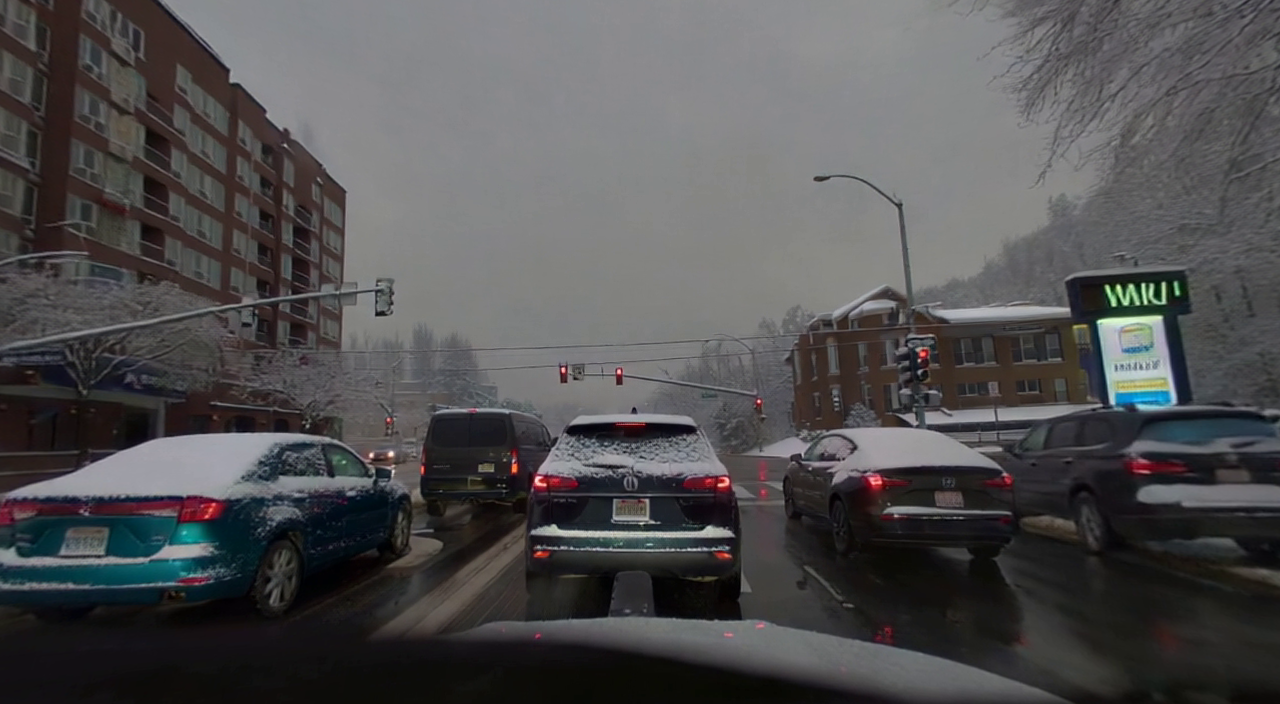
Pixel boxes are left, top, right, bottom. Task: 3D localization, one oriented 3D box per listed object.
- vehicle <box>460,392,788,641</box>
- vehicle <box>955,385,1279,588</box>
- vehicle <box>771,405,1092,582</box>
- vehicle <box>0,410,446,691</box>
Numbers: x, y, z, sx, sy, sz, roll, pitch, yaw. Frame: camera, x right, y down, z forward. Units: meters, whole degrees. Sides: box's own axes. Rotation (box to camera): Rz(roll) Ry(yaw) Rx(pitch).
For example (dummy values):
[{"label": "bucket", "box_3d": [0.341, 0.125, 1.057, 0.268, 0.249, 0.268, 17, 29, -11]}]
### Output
[{"label": "vehicle", "box_3d": [-0.121, 1.421, 6.446, 2.195, 1.662, 4.262, 0, -8, 0]}, {"label": "vehicle", "box_3d": [6.041, 1.544, 8.031, 2.081, 1.790, 4.839, -1, -9, 8]}, {"label": "vehicle", "box_3d": [3.216, 1.664, 8.256, 2.004, 1.646, 4.554, 0, -8, 0]}, {"label": "vehicle", "box_3d": [-3.544, 1.425, 5.820, 1.906, 1.524, 4.547, 0, -8, 2]}]
